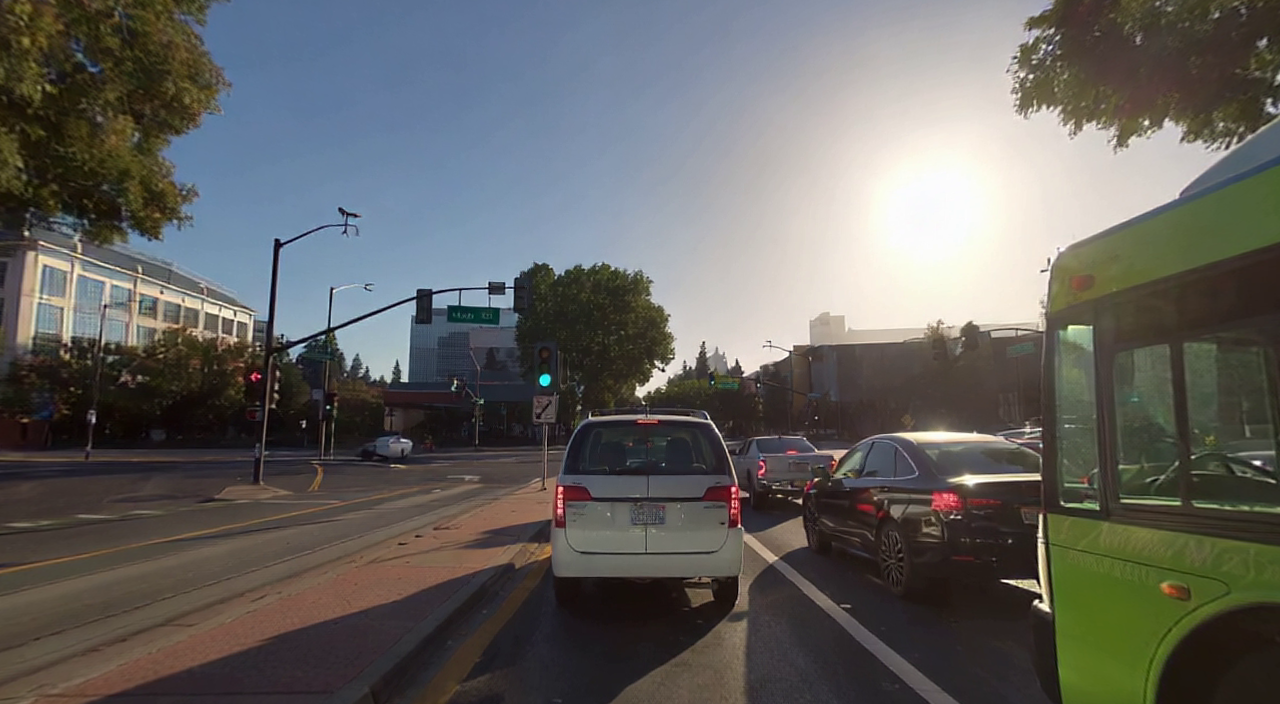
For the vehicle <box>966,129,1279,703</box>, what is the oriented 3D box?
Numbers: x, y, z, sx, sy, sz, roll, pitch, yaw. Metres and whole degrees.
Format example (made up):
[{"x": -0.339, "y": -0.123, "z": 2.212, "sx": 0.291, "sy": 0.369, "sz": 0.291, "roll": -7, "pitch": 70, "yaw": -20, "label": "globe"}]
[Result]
[{"x": 2.612, "y": 0.319, "z": 0.415, "sx": 2.037, "sy": 2.065, "sz": 5.037, "roll": 0, "pitch": -8, "yaw": 0, "label": "vehicle"}]

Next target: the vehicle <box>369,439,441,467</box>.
[{"x": -15.339, "y": 6.548, "z": 40.945, "sx": 4.097, "sy": 1.720, "sz": 1.924, "roll": 5, "pitch": -10, "yaw": -29, "label": "vehicle"}]

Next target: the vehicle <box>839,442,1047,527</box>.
[{"x": 5.979, "y": 2.638, "z": 13.214, "sx": 1.987, "sy": 1.457, "sz": 4.675, "roll": 0, "pitch": -8, "yaw": -1, "label": "vehicle"}]

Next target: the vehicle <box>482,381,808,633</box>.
[{"x": 0.011, "y": 1.476, "z": 6.996, "sx": 2.381, "sy": 1.842, "sz": 4.603, "roll": 0, "pitch": -8, "yaw": -1, "label": "vehicle"}]
